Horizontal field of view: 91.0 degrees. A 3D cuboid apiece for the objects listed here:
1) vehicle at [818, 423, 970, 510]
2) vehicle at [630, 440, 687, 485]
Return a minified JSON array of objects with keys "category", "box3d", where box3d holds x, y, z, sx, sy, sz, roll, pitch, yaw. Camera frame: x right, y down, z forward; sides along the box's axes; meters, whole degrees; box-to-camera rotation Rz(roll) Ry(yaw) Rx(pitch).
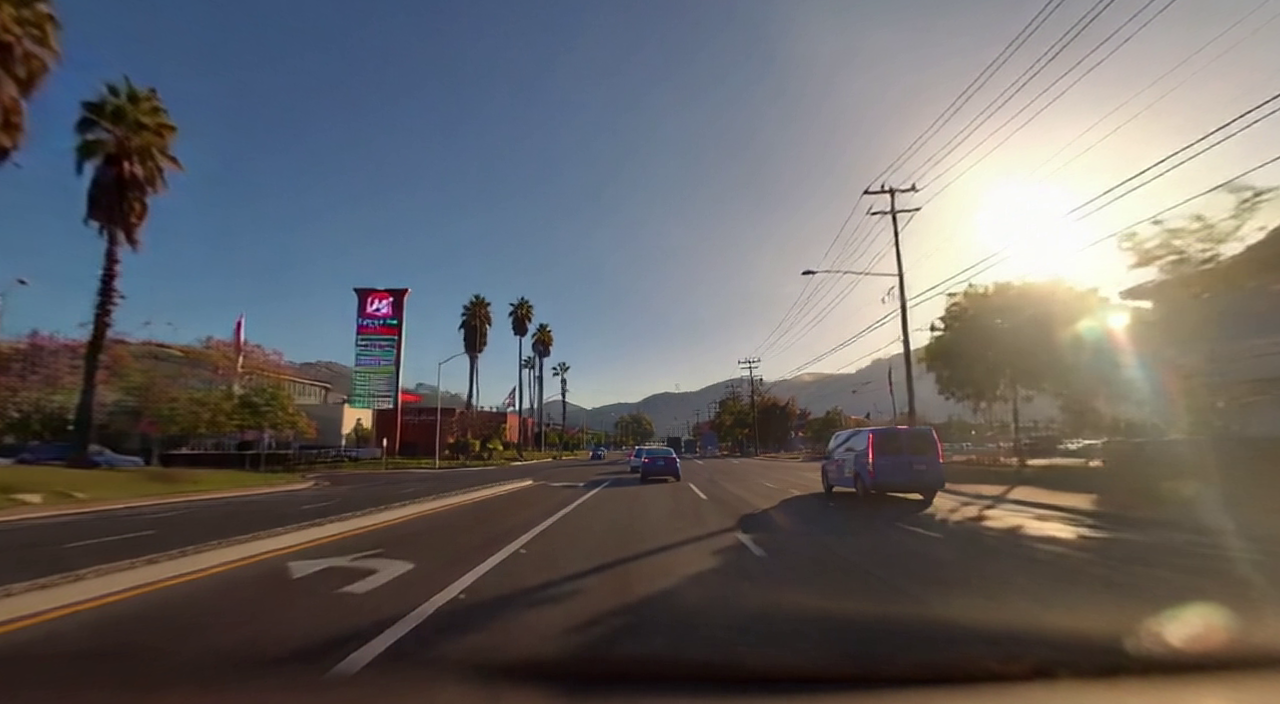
[{"category":"vehicle","box3d":[6.333,2.905,16.399,2.107,1.928,4.471,0,-9,1]},{"category":"vehicle","box3d":[0.748,4.510,26.008,2.138,1.672,4.168,0,-9,2]}]
